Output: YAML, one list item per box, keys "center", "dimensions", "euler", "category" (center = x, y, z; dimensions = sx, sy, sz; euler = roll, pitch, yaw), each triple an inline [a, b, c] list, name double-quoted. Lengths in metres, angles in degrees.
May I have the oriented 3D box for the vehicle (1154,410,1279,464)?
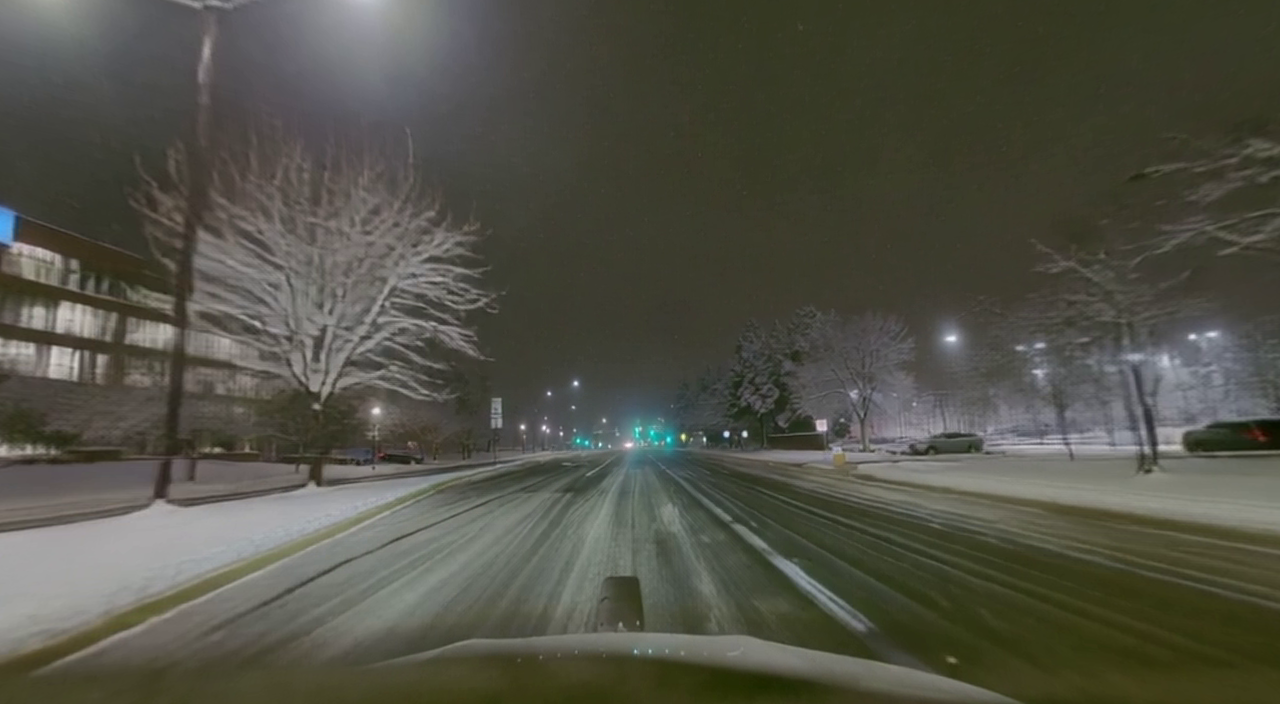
- center: [22.933, 3.271, 24.147]
  dimensions: [2.133, 1.853, 5.009]
  euler: [0, -8, -2]
  category: "vehicle"

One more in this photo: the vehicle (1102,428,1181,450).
- center: [34.208, 5.966, 43.151]
  dimensions: [4.002, 1.471, 1.720]
  euler: [0, -8, -3]
  category: "vehicle"

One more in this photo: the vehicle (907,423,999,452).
- center: [20.032, 5.493, 40.569]
  dimensions: [4.656, 1.752, 2.309]
  euler: [0, -8, -4]
  category: "vehicle"
